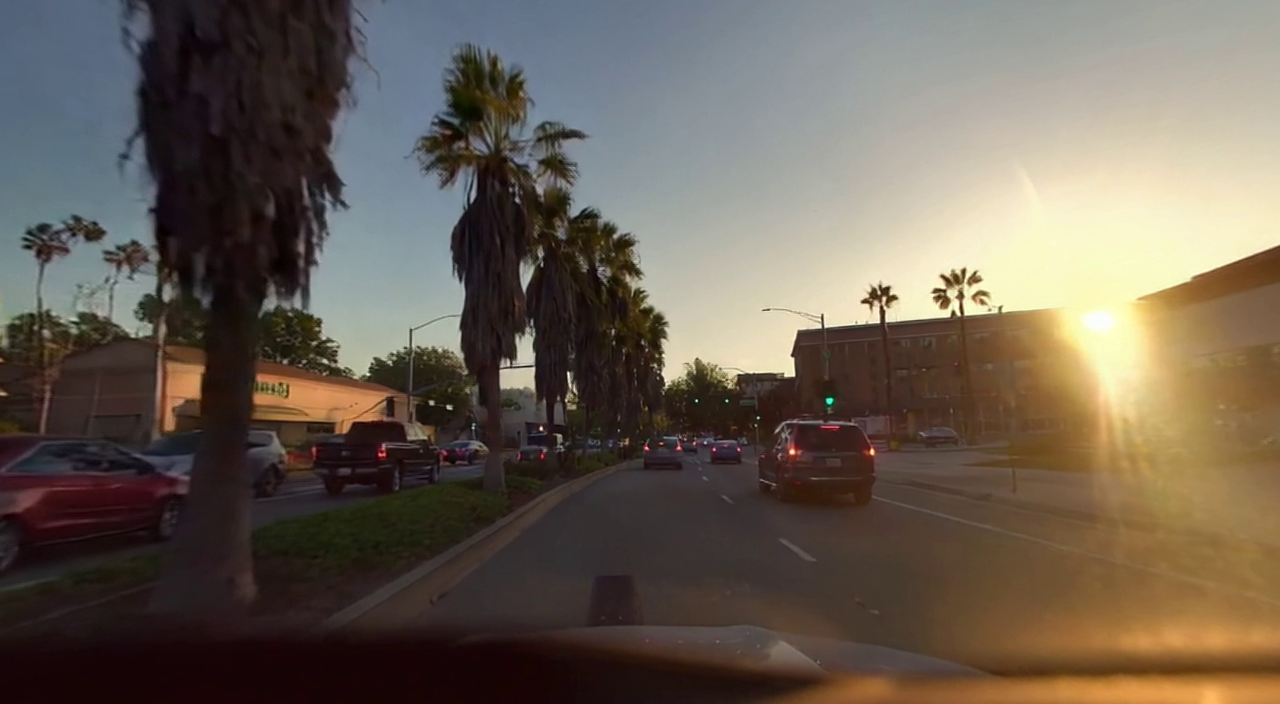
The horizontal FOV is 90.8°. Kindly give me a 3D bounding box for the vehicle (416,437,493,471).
[{"bbox_3d":[-8.667,4.800,29.958,2.017,1.472,4.418,-1,-8,4],"label":"vehicle"}]

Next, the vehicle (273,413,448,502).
[{"bbox_3d":[-6.723,2.608,15.941,2.127,1.888,4.637,-1,-8,2],"label":"vehicle"}]

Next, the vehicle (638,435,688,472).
[{"bbox_3d":[1.084,4.530,28.320,2.057,1.492,3.825,-1,-8,4],"label":"vehicle"}]

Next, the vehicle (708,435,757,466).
[{"bbox_3d":[4.775,5.134,33.073,2.149,1.532,4.168,-1,-8,3],"label":"vehicle"}]

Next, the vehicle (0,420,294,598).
[{"bbox_3d":[-6.329,1.592,7.144,1.935,1.483,4.973,0,-8,1],"label":"vehicle"}]

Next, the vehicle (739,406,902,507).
[{"bbox_3d":[3.888,2.392,14.789,2.267,1.931,5.145,0,-8,0],"label":"vehicle"}]

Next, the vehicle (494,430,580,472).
[{"bbox_3d":[-4.570,4.502,28.910,2.088,1.746,4.650,-3,-9,16],"label":"vehicle"}]
